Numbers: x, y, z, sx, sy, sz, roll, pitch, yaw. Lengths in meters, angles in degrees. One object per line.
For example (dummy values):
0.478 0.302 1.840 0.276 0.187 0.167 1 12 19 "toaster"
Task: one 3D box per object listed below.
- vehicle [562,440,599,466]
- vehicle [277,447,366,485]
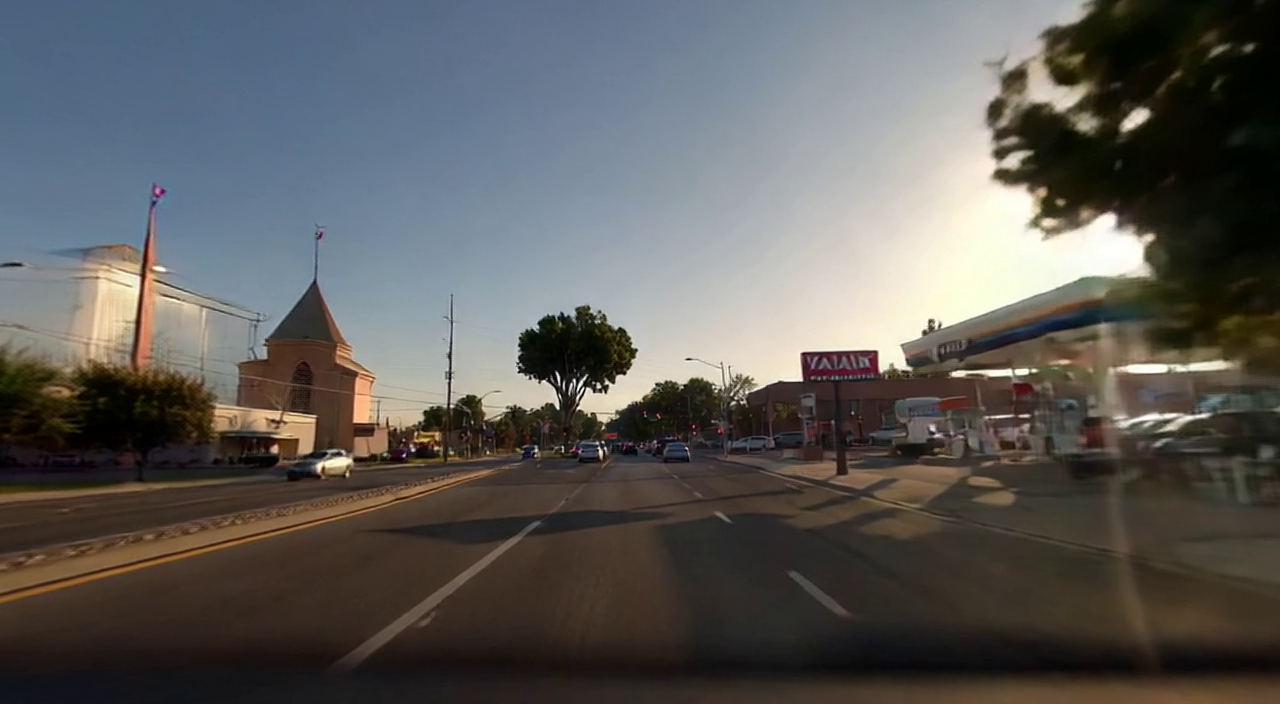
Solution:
-3.994 6.832 43.082 2.040 1.661 4.573 0 -8 0 "vehicle"
-14.808 5.303 29.673 1.939 1.594 4.284 -1 -8 0 "vehicle"
